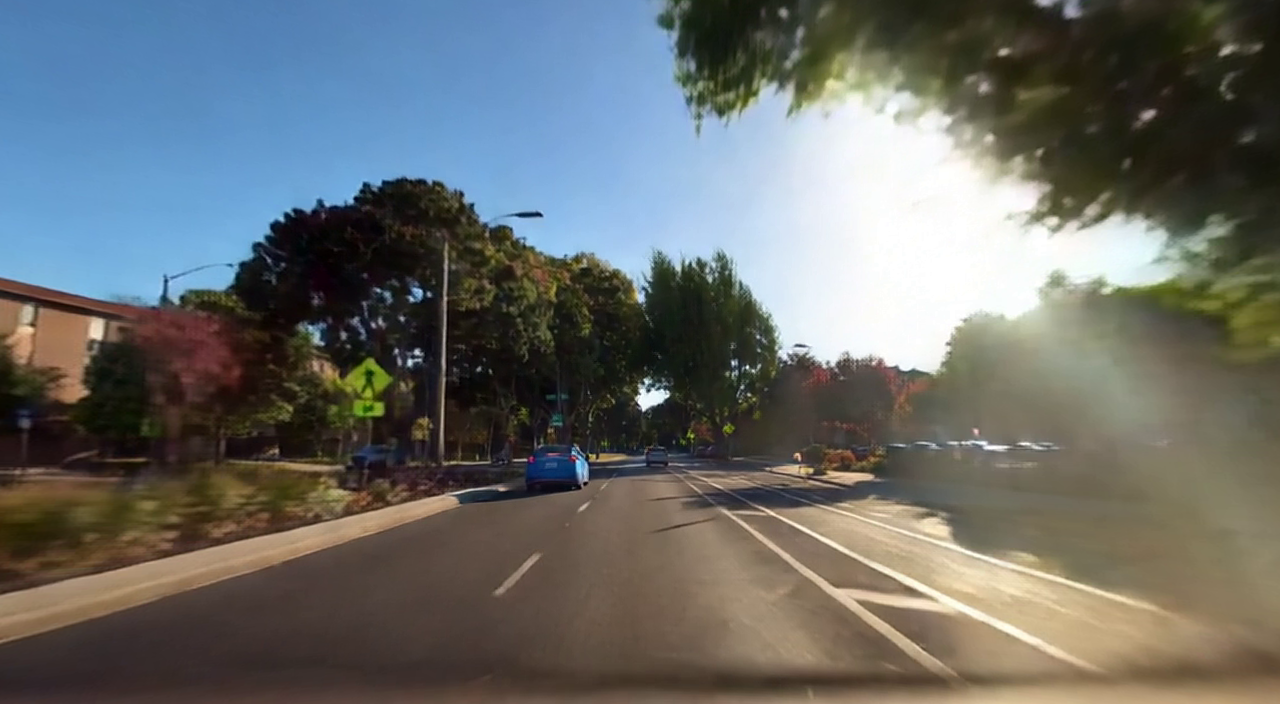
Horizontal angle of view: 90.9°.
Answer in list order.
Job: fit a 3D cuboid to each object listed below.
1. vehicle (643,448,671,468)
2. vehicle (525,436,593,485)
[{"bbox_3d":[1.268,8.201,48.986,2.075,1.480,3.920,0,-9,0],"label":"vehicle"},{"bbox_3d":[-3.237,4.437,26.038,2.150,1.812,4.423,0,-9,1],"label":"vehicle"}]
